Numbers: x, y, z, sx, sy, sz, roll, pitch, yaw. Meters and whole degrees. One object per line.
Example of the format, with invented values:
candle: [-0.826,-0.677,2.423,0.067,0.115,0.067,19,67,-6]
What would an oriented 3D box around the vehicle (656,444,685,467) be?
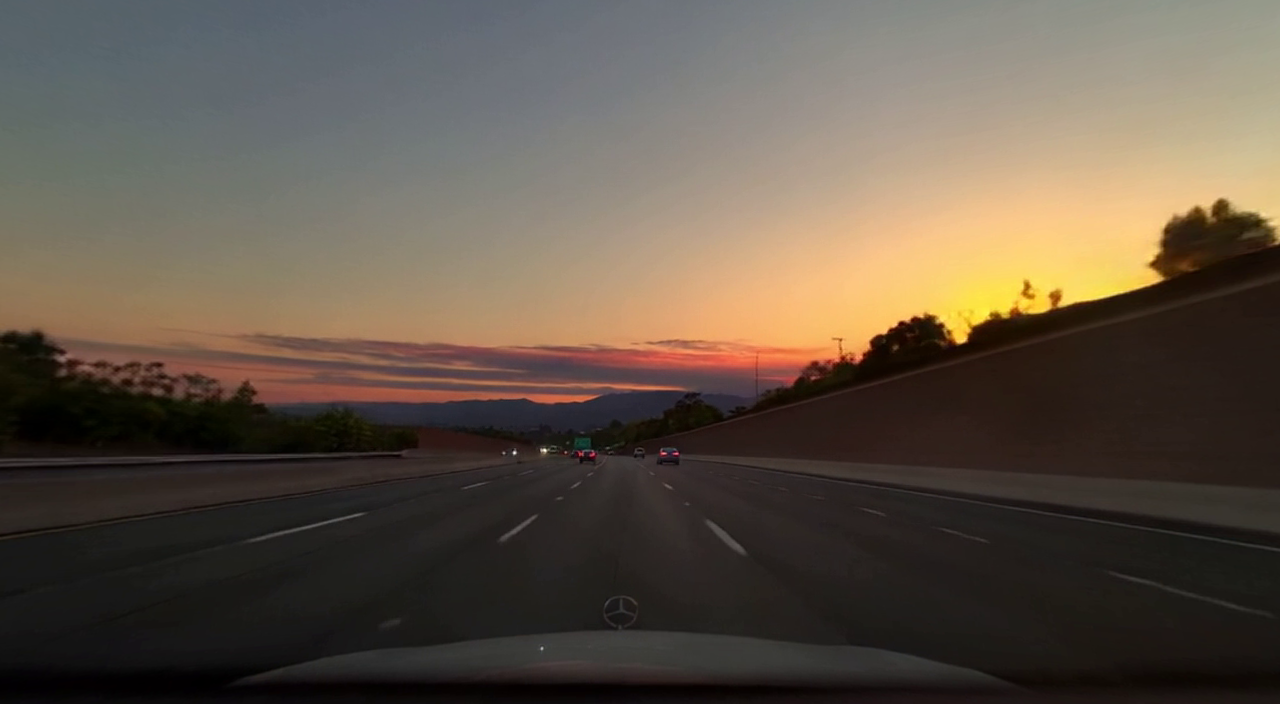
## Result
vehicle: [2.182,7.540,45.633,1.895,1.555,4.030,0,-9,0]
